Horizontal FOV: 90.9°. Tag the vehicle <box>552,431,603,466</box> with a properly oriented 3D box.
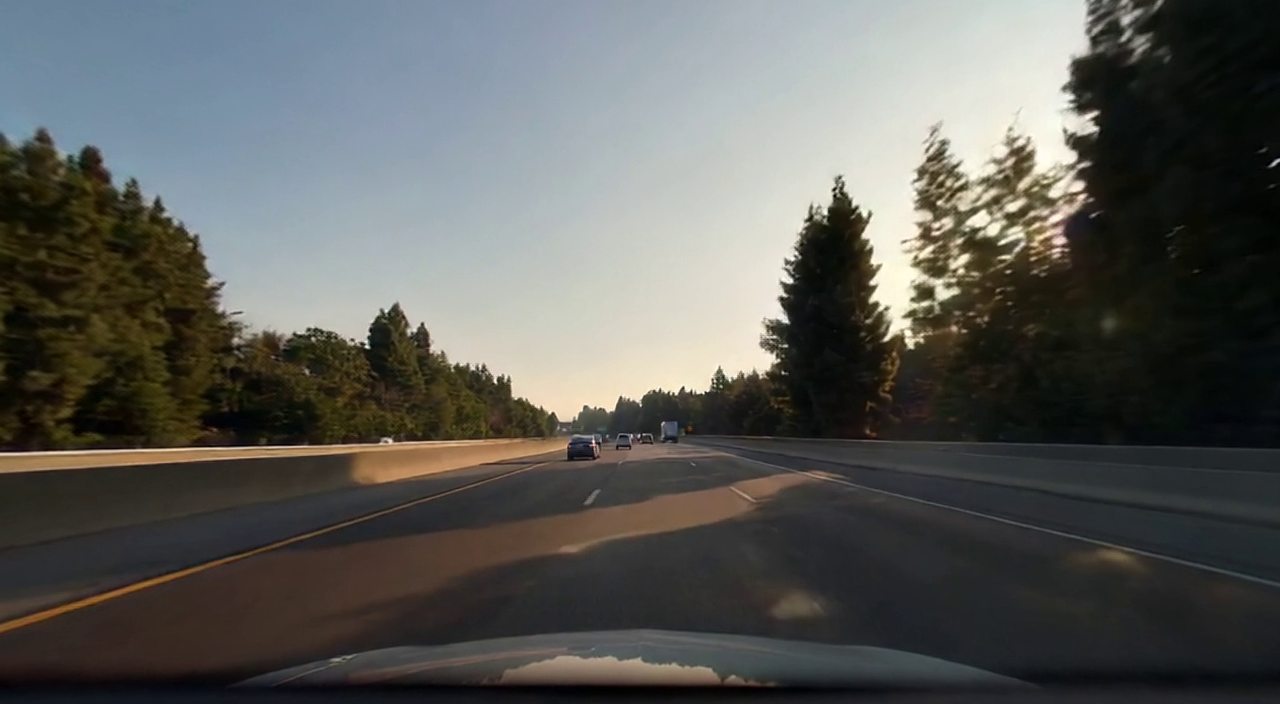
[{"bbox_3d":[-2.971,4.678,30.724,2.025,1.571,3.662,-1,-9,1],"label":"vehicle"}]
